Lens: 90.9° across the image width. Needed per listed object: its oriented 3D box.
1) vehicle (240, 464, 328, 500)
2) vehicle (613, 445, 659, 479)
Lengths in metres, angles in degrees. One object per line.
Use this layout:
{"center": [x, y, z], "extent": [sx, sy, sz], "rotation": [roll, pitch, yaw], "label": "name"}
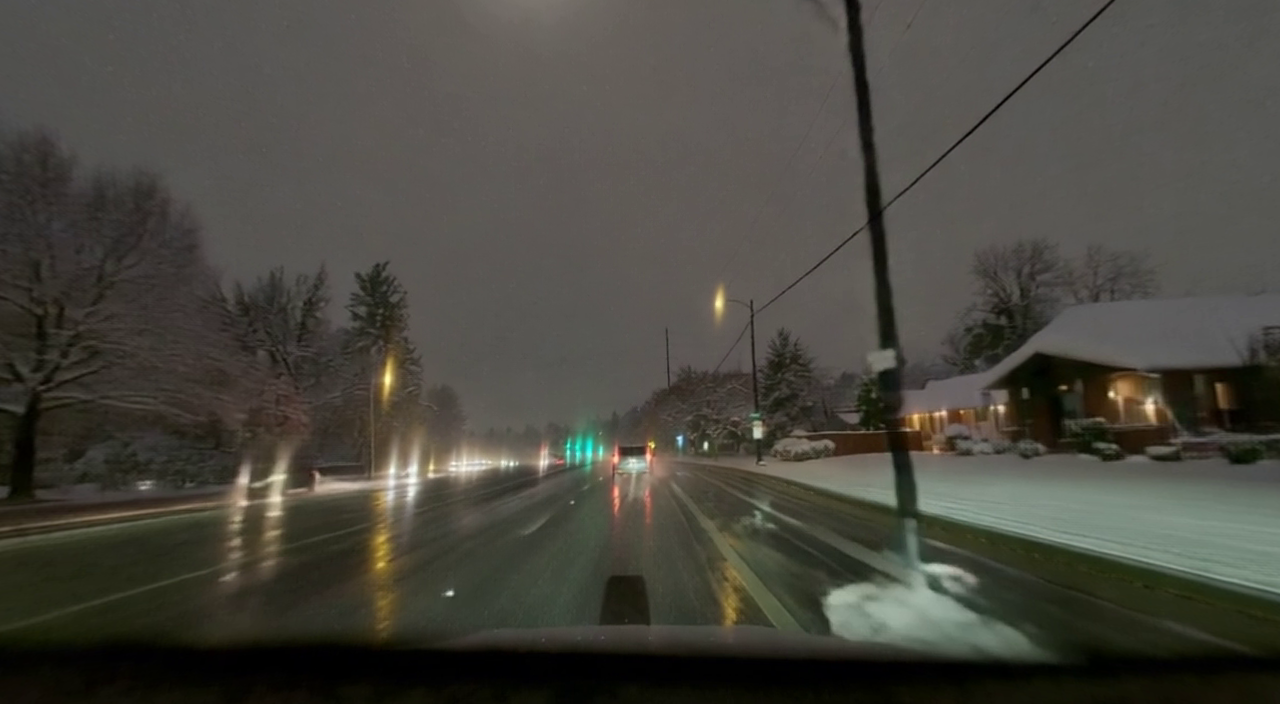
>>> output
{"center": [-17.147, 6.264, 30.617], "extent": [1.824, 1.471, 4.117], "rotation": [0, -8, 0], "label": "vehicle"}
{"center": [-0.153, 5.056, 29.314], "extent": [2.009, 1.456, 4.003], "rotation": [0, -8, 1], "label": "vehicle"}
